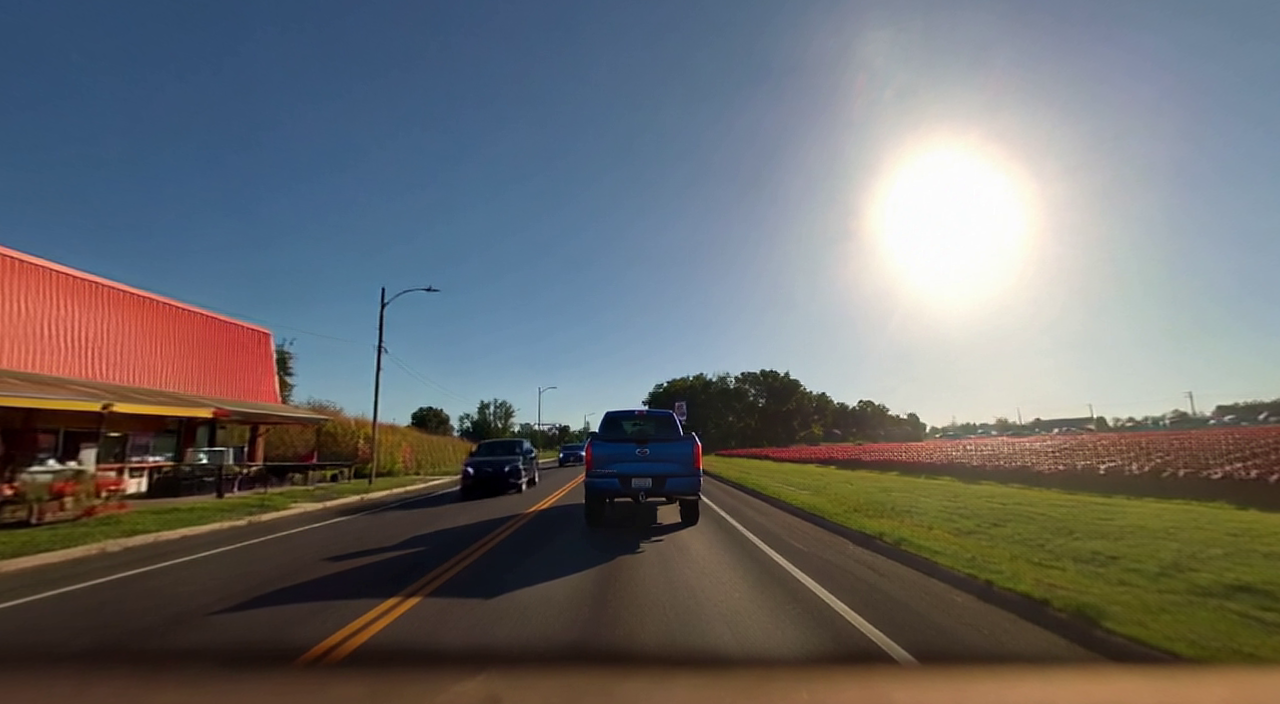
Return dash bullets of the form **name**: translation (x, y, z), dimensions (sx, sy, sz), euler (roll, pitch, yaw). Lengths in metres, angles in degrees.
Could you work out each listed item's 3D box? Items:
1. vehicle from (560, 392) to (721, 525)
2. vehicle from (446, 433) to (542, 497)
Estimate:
- **vehicle**: translation (-0.083, 2.215, 13.635), dimensions (2.693, 2.223, 5.885), euler (0, -8, -2)
- **vehicle**: translation (-4.478, 3.515, 20.081), dimensions (2.081, 1.681, 4.325), euler (-3, -8, -1)
